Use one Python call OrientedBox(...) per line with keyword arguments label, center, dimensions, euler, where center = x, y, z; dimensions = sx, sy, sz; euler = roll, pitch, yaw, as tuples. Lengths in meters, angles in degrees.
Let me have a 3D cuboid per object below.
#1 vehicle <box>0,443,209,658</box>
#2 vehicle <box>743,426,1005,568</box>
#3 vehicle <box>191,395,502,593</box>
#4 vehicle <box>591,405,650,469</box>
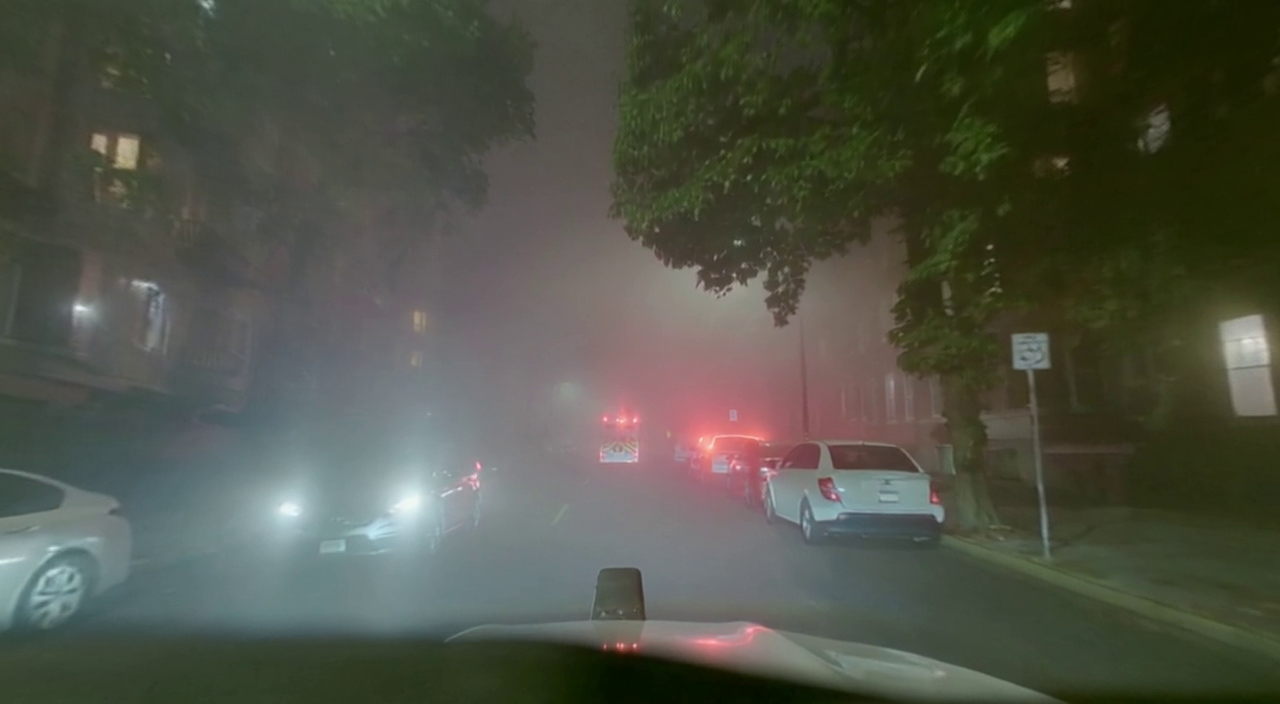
OrientedBox(label="vehicle", center=(-5.445, 1.336, 4.103), dimensions=(2.047, 1.471, 4.647), euler=(0, -8, -1))
OrientedBox(label="vehicle", center=(3.037, 1.978, 9.425), dimensions=(2.035, 1.549, 4.373), euler=(2, -8, -3))
OrientedBox(label="vehicle", center=(-3.215, 1.630, 8.111), dimensions=(2.029, 1.802, 4.229), euler=(-1, -8, -1))
OrientedBox(label="vehicle", center=(-1.082, 4.575, 33.688), dimensions=(2.754, 3.008, 7.730), euler=(0, -8, -2))
